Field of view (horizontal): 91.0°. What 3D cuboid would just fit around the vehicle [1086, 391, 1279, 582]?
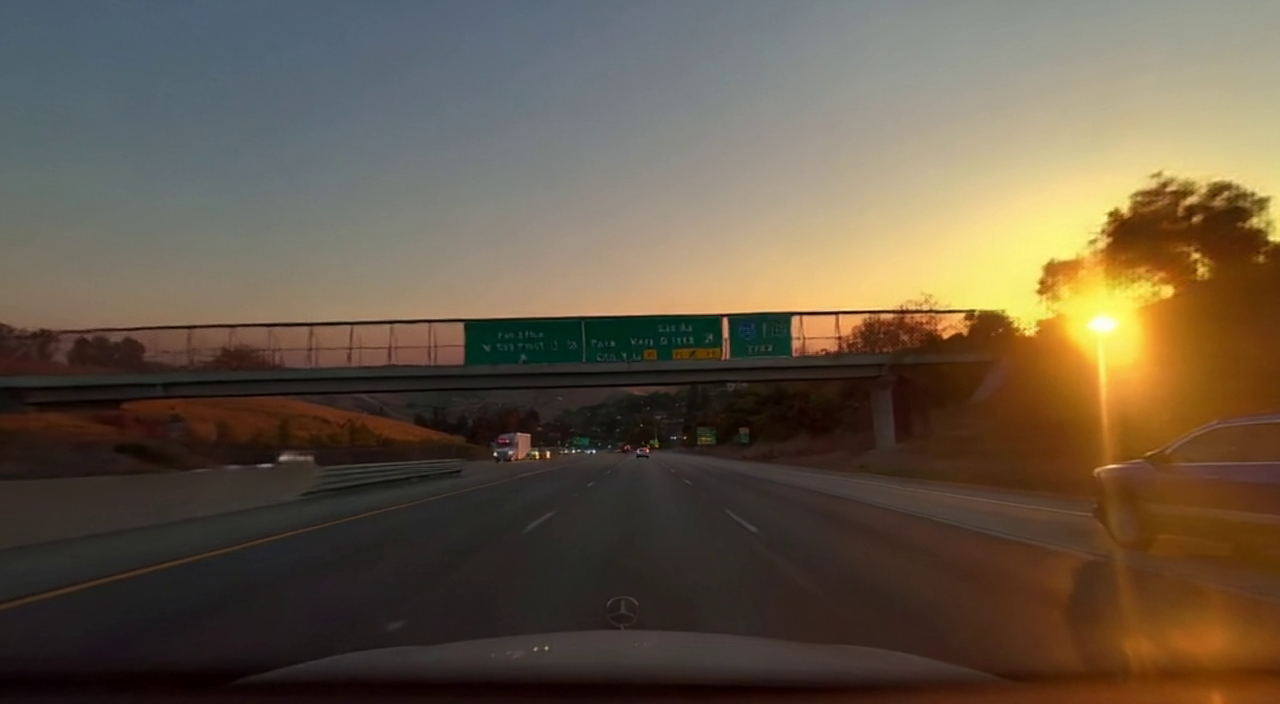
[{"bbox_3d":[7.373,1.327,6.210,2.186,1.848,5.136,0,-9,0],"label":"vehicle"}]

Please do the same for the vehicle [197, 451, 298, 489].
[{"bbox_3d":[-17.077,5.104,27.669,1.815,1.510,3.960,0,-9,1],"label":"vehicle"}]
